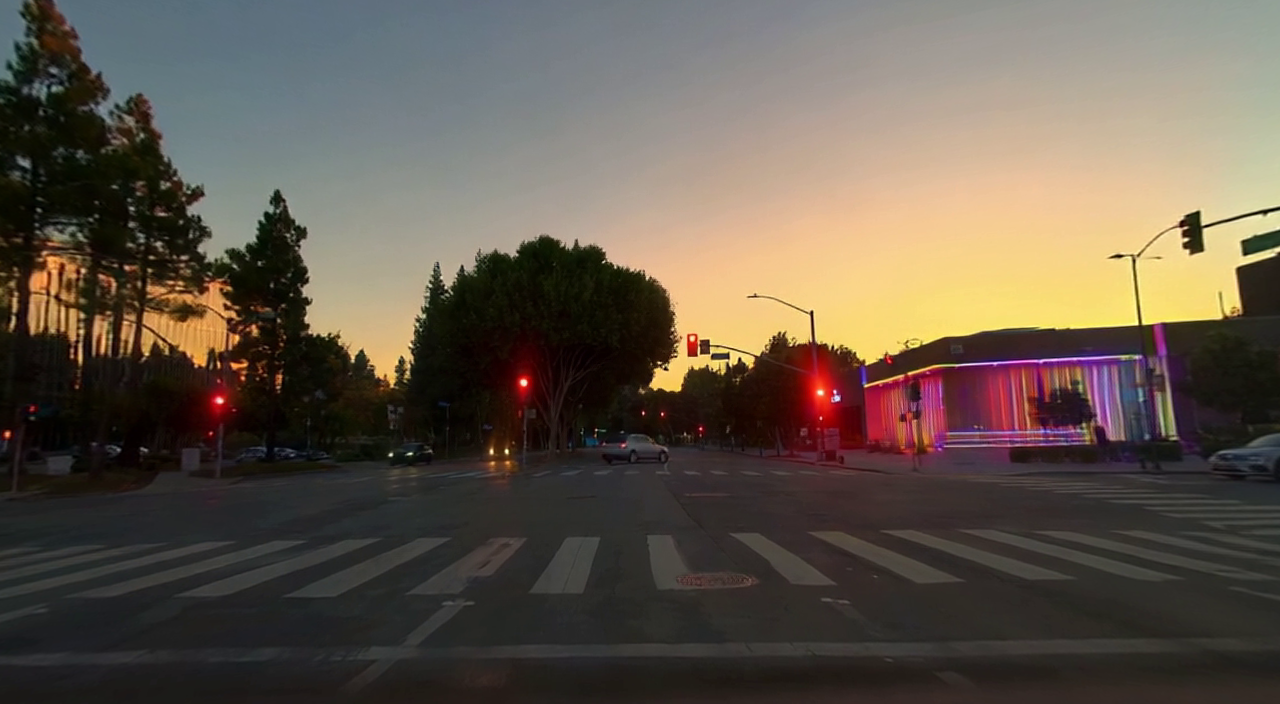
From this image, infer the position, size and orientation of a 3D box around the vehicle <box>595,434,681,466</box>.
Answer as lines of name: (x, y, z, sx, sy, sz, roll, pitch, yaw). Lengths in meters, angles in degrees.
vehicle: (-0.037, 5.000, 32.353, 2.521, 1.522, 4.418, -5, -10, 30)

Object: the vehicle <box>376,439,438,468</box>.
vehicle: (-14.786, 6.449, 40.291, 2.169, 1.753, 4.640, 0, -8, 0)
